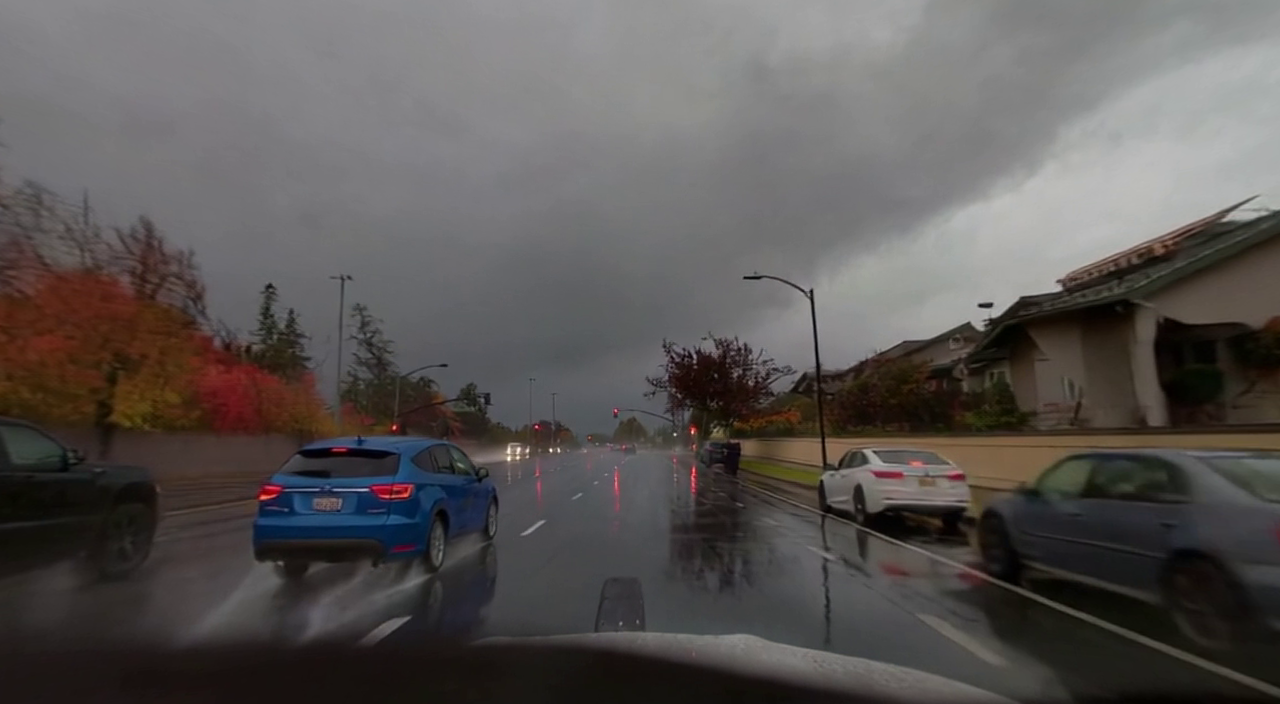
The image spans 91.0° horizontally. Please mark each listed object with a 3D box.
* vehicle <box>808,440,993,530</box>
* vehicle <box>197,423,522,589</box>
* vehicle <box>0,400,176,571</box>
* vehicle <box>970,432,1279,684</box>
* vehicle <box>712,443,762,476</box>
[{"bbox_3d":[5.030,2.603,12.981,1.900,1.504,4.474,0,-9,0],"label":"vehicle"},{"bbox_3d":[-2.978,1.738,8.011,1.982,1.478,4.465,0,-9,1],"label":"vehicle"},{"bbox_3d":[-7.492,1.367,6.526,2.034,1.711,4.512,1,-9,-3],"label":"vehicle"},{"bbox_3d":[4.786,1.425,5.003,1.889,1.491,4.614,0,-9,1],"label":"vehicle"},{"bbox_3d":[4.864,5.446,32.177,1.955,1.499,4.536,0,-9,2],"label":"vehicle"}]
